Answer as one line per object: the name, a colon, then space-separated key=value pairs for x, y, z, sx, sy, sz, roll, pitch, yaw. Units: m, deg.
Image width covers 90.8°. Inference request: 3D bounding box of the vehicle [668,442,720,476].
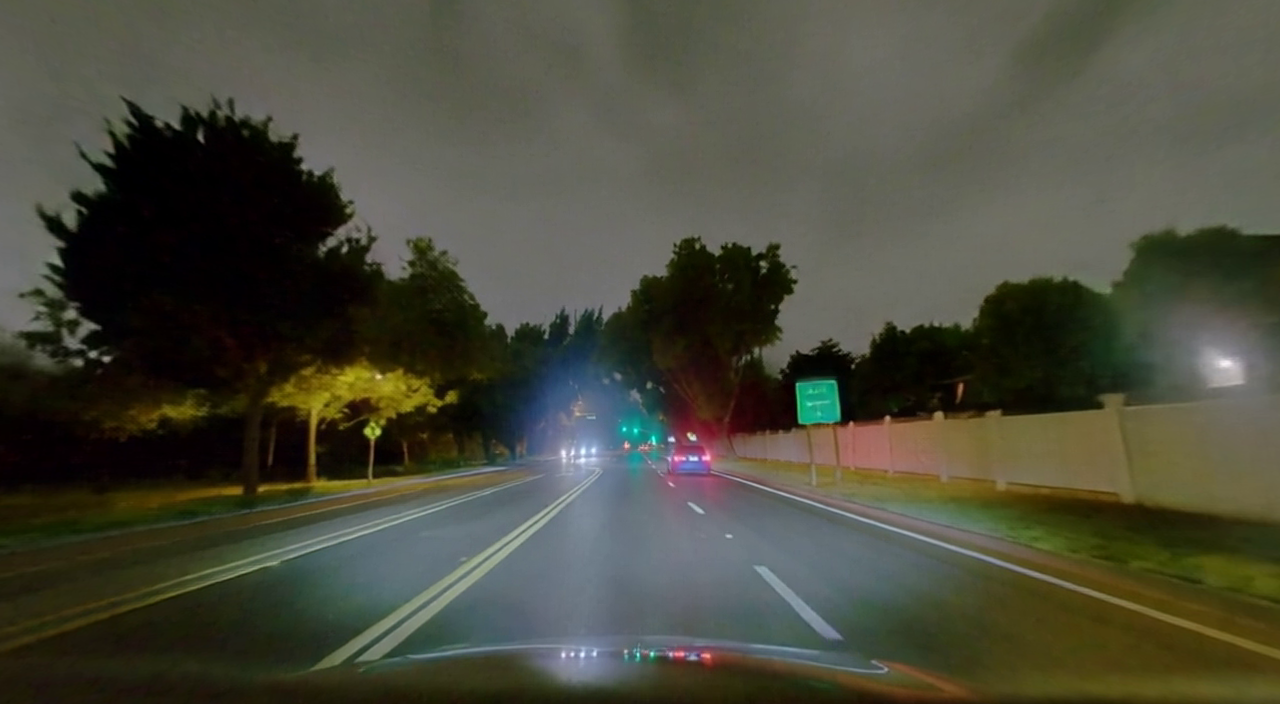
vehicle: x=2.464 y=5.000 z=29.814 sx=1.991 sy=1.476 sz=4.153 roll=0 pitch=-9 yaw=-1
